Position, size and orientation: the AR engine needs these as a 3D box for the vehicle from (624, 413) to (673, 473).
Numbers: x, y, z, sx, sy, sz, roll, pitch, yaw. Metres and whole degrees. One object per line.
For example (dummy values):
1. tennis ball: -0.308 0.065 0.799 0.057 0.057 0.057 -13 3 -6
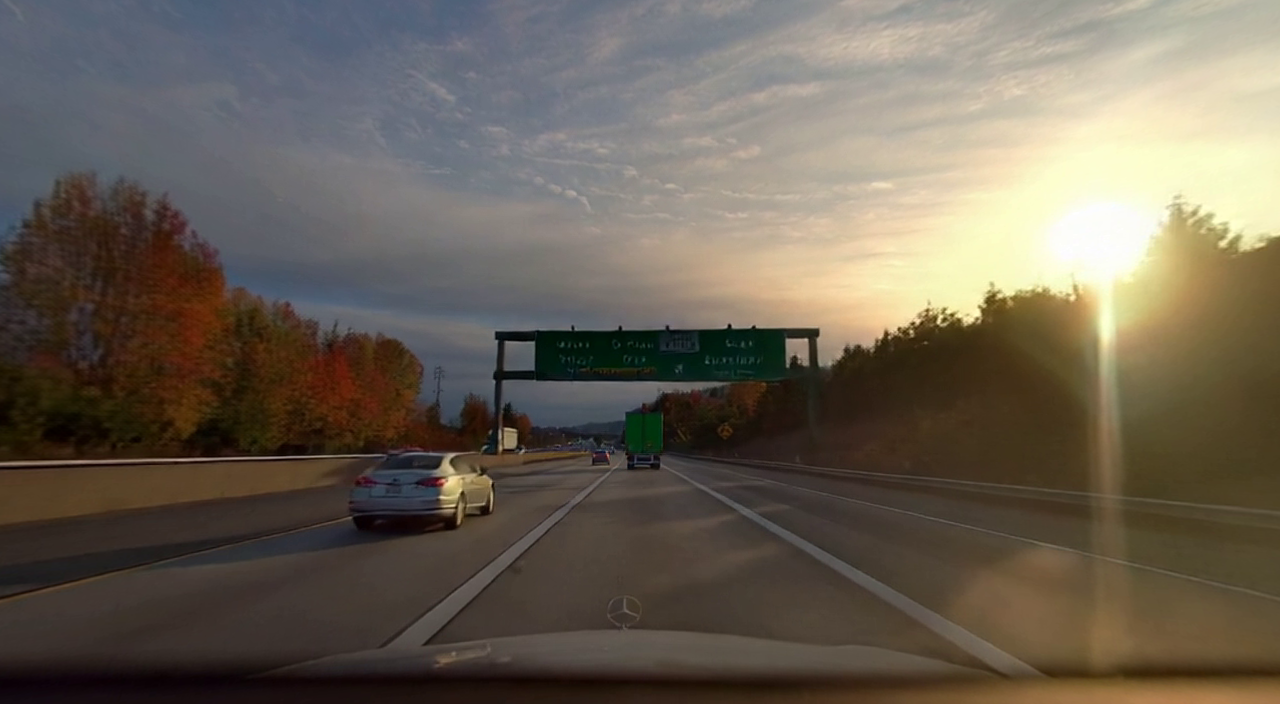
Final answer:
1. vehicle: 0.408 6.244 42.888 2.893 3.628 9.081 0 -9 -2

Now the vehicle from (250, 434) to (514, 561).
1. vehicle: -3.669 2.174 10.298 2.114 1.523 5.110 0 -9 1
